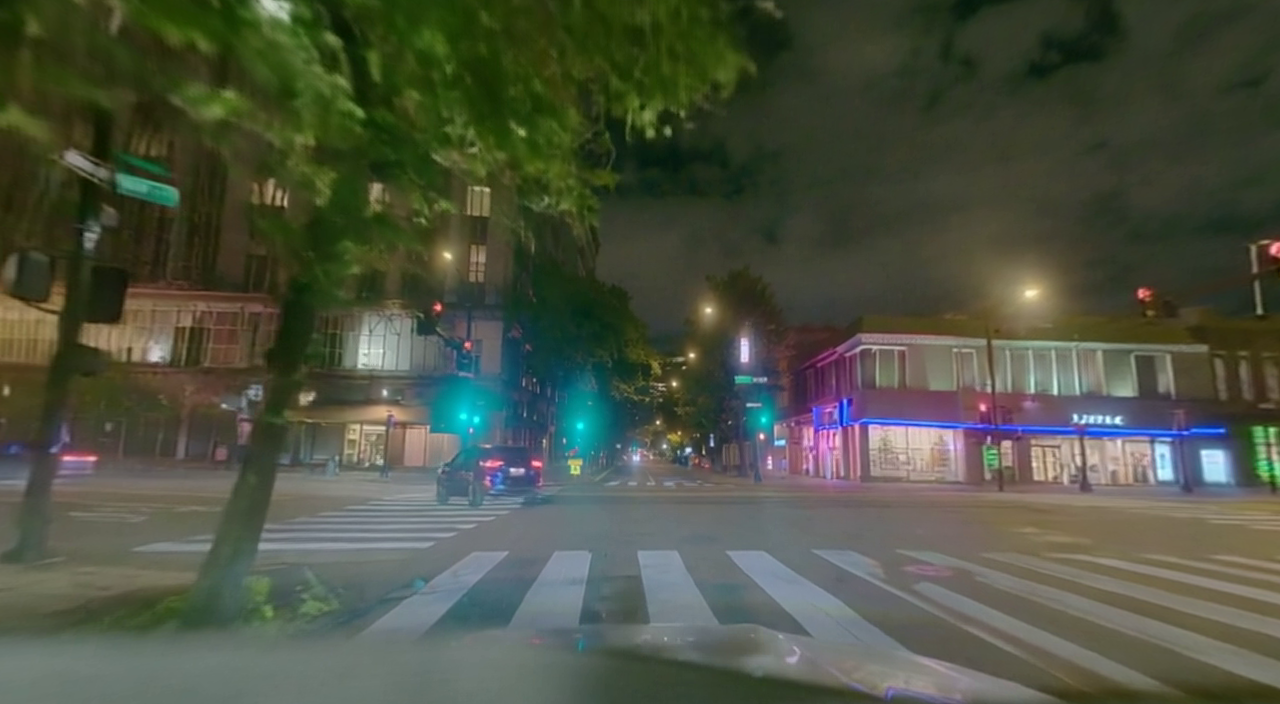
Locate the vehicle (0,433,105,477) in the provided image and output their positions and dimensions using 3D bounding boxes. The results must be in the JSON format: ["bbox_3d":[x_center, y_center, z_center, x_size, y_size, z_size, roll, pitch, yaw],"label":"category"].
[{"bbox_3d":[-22.246,3.646,22.438,4.627,1.468,1.871,0,-8,-2],"label":"vehicle"}]

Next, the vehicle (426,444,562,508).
[{"bbox_3d":[-4.122,3.273,17.304,2.106,1.482,4.459,5,-10,-34],"label":"vehicle"}]
